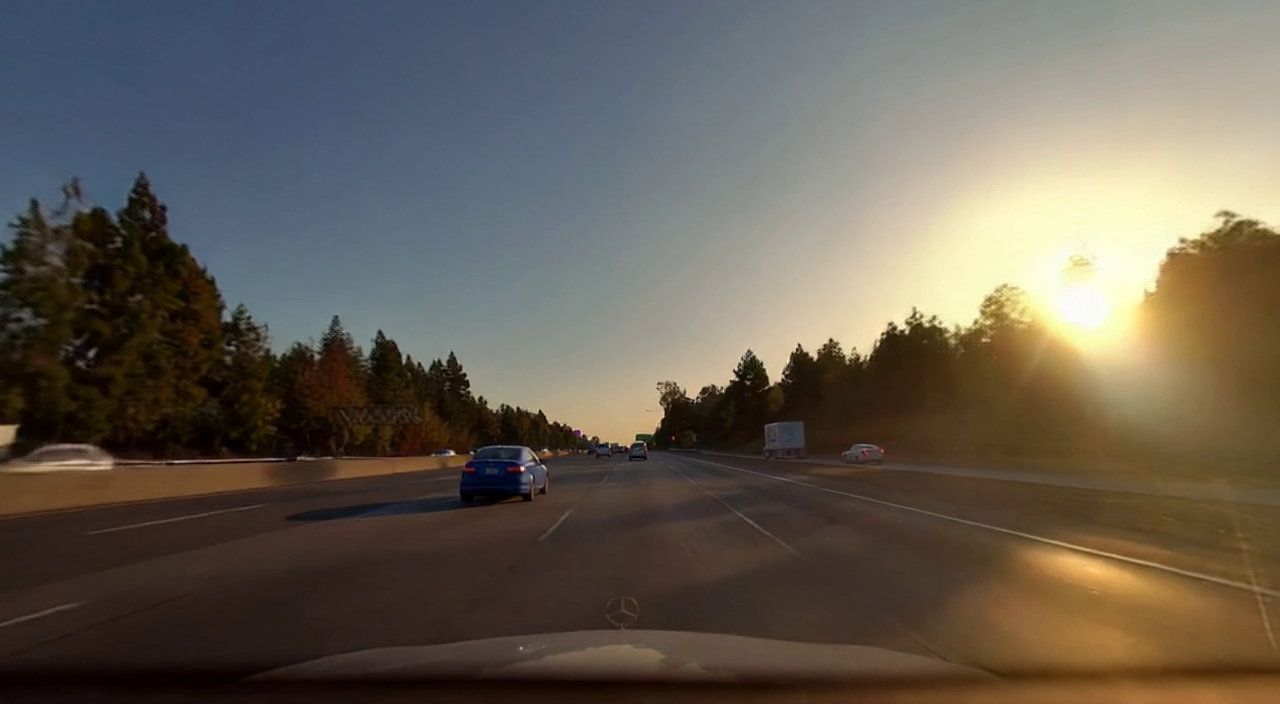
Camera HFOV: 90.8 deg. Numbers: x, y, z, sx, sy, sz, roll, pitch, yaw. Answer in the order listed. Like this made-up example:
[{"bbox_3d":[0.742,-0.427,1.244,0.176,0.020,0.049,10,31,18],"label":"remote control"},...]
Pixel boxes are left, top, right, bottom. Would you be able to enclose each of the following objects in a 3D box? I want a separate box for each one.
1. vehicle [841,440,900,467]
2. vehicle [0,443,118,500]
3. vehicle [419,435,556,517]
[{"bbox_3d":[15.646,6.882,43.106,2.081,1.707,4.756,0,-9,-2],"label":"vehicle"},{"bbox_3d":[-21.378,4.134,22.263,1.916,1.804,4.712,0,-9,0],"label":"vehicle"},{"bbox_3d":[-3.214,2.715,14.284,2.020,1.554,4.137,0,-9,0],"label":"vehicle"}]
